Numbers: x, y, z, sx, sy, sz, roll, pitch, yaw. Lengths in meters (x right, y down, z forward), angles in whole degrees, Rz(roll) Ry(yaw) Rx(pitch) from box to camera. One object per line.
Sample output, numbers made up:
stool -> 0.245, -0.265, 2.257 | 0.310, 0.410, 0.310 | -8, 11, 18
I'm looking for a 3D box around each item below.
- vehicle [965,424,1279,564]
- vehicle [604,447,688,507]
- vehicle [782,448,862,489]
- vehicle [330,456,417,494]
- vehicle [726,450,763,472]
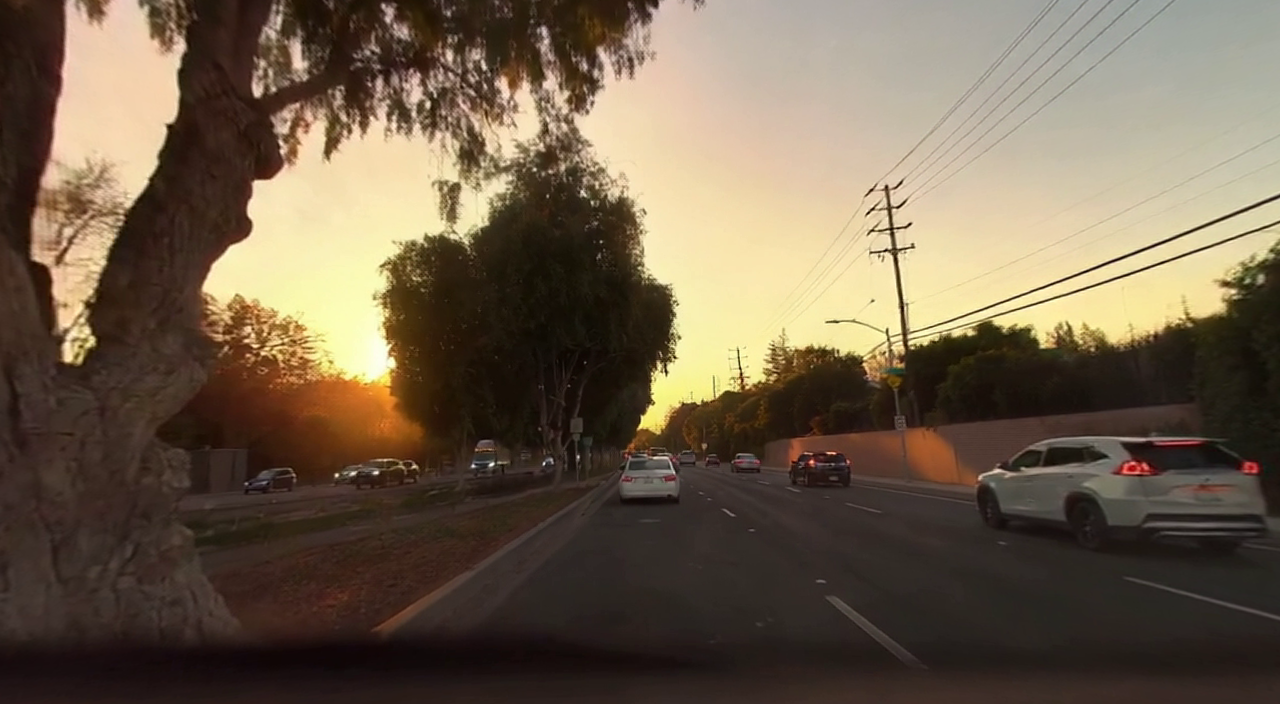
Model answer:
vehicle -> 7.292, 2.028, 9.837 | 1.983, 1.649, 4.557 | 0, -8, 0
vehicle -> 0.157, 3.435, 17.823 | 2.108, 1.479, 3.935 | 0, -8, 0
vehicle -> 7.274, 4.654, 25.674 | 1.850, 1.480, 4.474 | 0, -8, -1
vehicle -> -12.097, 5.591, 29.026 | 1.942, 1.481, 4.621 | 0, -8, 0
vehicle -> 7.753, 8.136, 47.290 | 1.899, 1.458, 4.499 | 0, -8, -1
